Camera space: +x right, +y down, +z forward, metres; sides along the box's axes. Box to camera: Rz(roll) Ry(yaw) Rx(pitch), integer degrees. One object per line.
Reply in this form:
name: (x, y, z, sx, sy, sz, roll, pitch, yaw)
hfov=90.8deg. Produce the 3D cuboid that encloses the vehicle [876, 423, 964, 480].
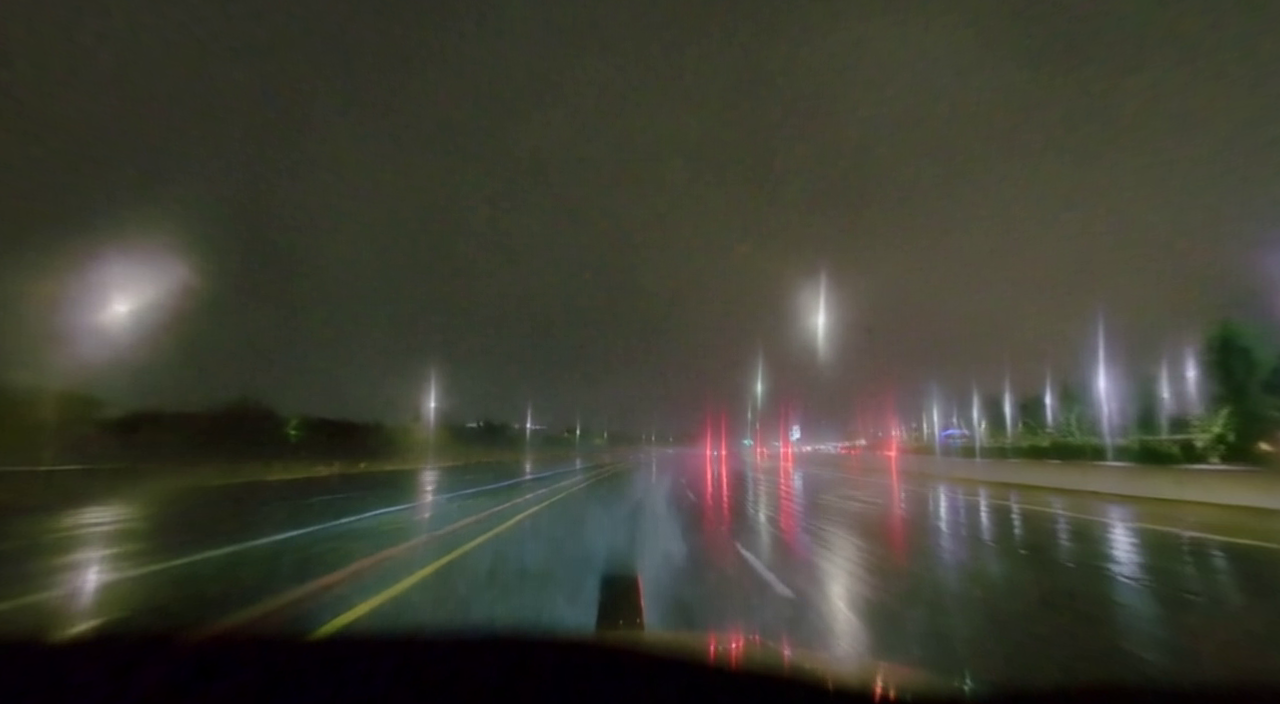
vehicle: (13.196, 4.718, 30.004, 3.055, 2.511, 2.572, -1, -9, 6)

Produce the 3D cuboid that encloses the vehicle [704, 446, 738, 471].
vehicle: (5.176, 6.867, 40.771, 1.874, 1.506, 4.116, -1, -9, 3)
